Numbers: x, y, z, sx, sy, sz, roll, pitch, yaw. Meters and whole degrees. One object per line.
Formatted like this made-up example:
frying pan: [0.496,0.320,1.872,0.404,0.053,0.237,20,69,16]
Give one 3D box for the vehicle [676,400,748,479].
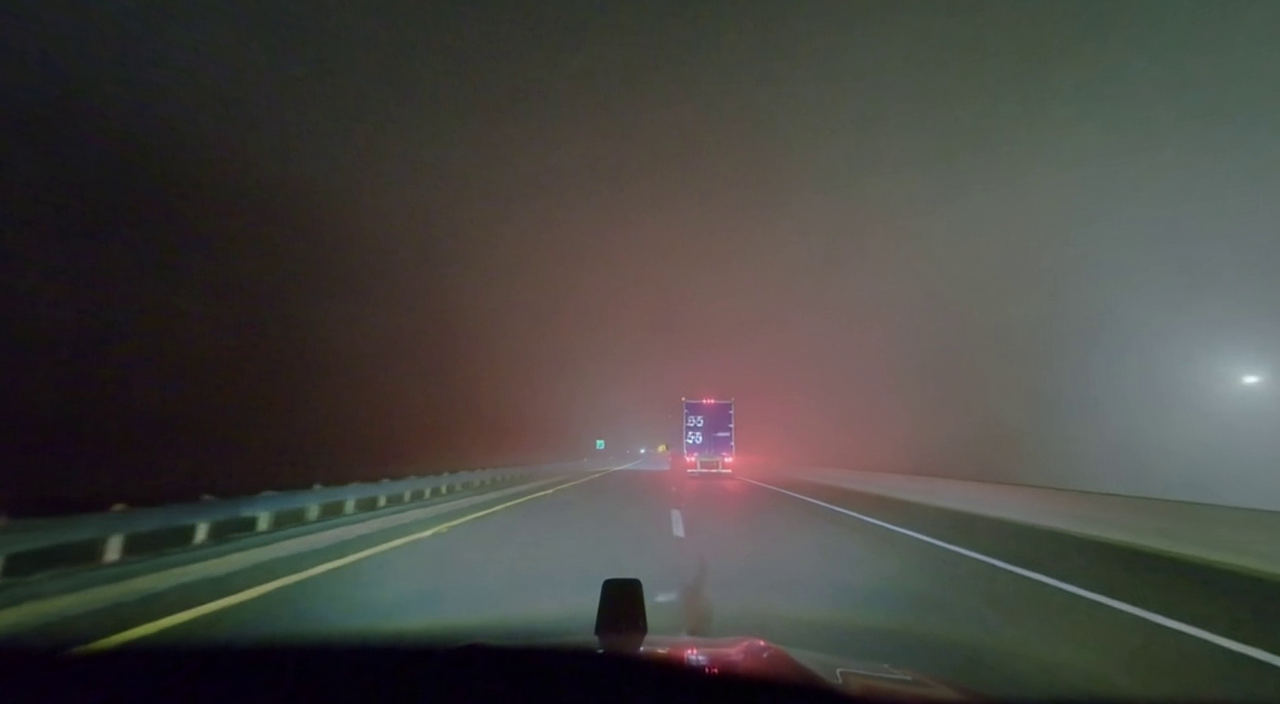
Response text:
vehicle: [3.710,4.940,35.100,3.107,3.718,10.231,0,-9,2]
